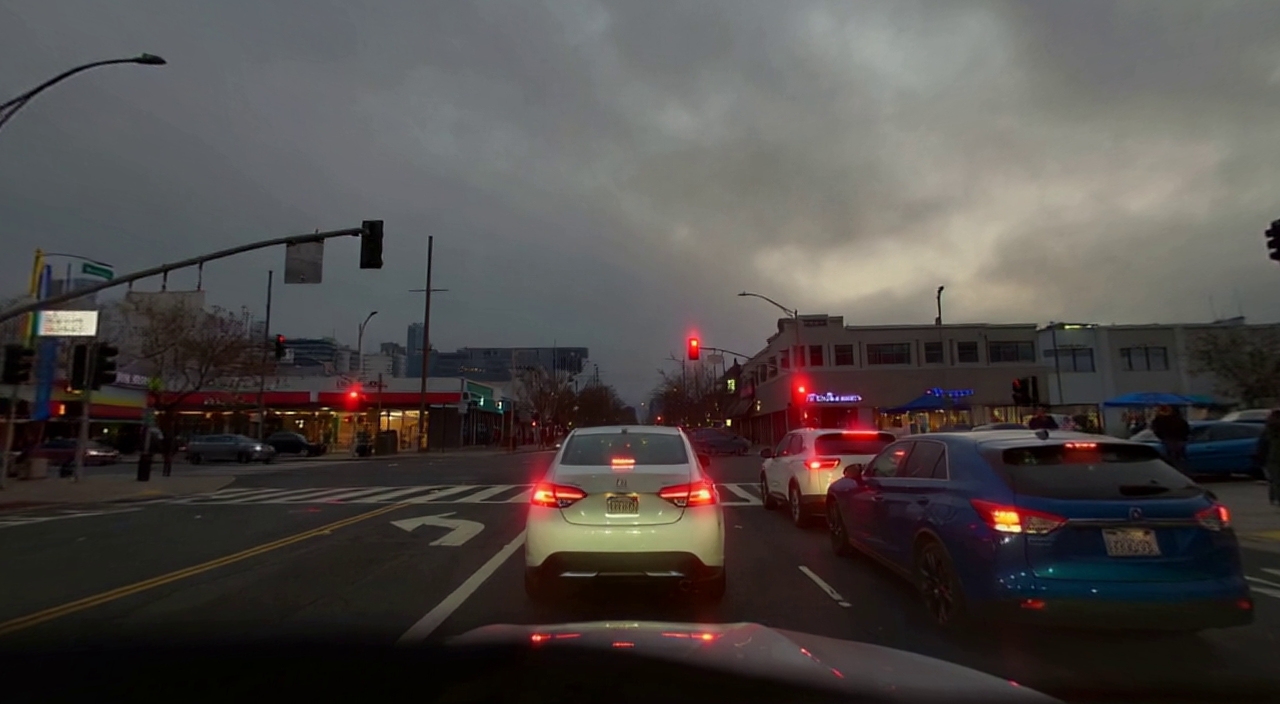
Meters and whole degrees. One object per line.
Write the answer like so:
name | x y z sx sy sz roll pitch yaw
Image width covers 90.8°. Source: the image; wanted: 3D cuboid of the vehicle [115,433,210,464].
vehicle | -25.797 5.228 34.175 4.253 1.570 2.132 -4 -9 23

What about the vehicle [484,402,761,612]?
vehicle | -0.127 1.539 7.273 2.123 1.589 4.702 0 -8 0

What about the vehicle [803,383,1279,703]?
vehicle | 3.037 1.305 5.449 1.983 1.654 4.354 0 -8 -1
